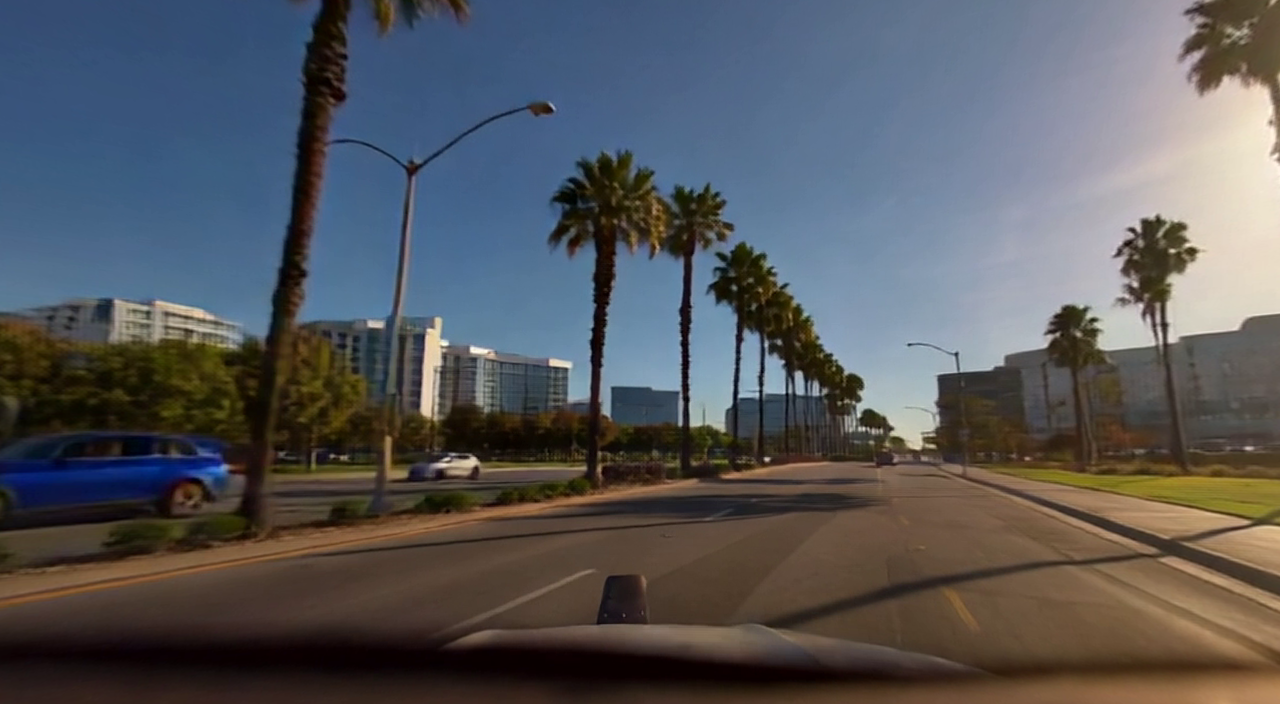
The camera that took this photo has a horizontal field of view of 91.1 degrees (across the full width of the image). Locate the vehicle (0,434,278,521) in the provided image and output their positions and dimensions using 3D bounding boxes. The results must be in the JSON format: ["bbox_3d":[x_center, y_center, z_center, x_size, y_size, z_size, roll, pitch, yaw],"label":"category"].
[{"bbox_3d":[-13.271,3.233,16.960,2.273,1.890,5.841,-3,-9,19],"label":"vehicle"}]

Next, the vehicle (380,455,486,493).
[{"bbox_3d":[-9.172,5.414,28.360,1.915,1.490,4.763,-3,-9,21],"label":"vehicle"}]
